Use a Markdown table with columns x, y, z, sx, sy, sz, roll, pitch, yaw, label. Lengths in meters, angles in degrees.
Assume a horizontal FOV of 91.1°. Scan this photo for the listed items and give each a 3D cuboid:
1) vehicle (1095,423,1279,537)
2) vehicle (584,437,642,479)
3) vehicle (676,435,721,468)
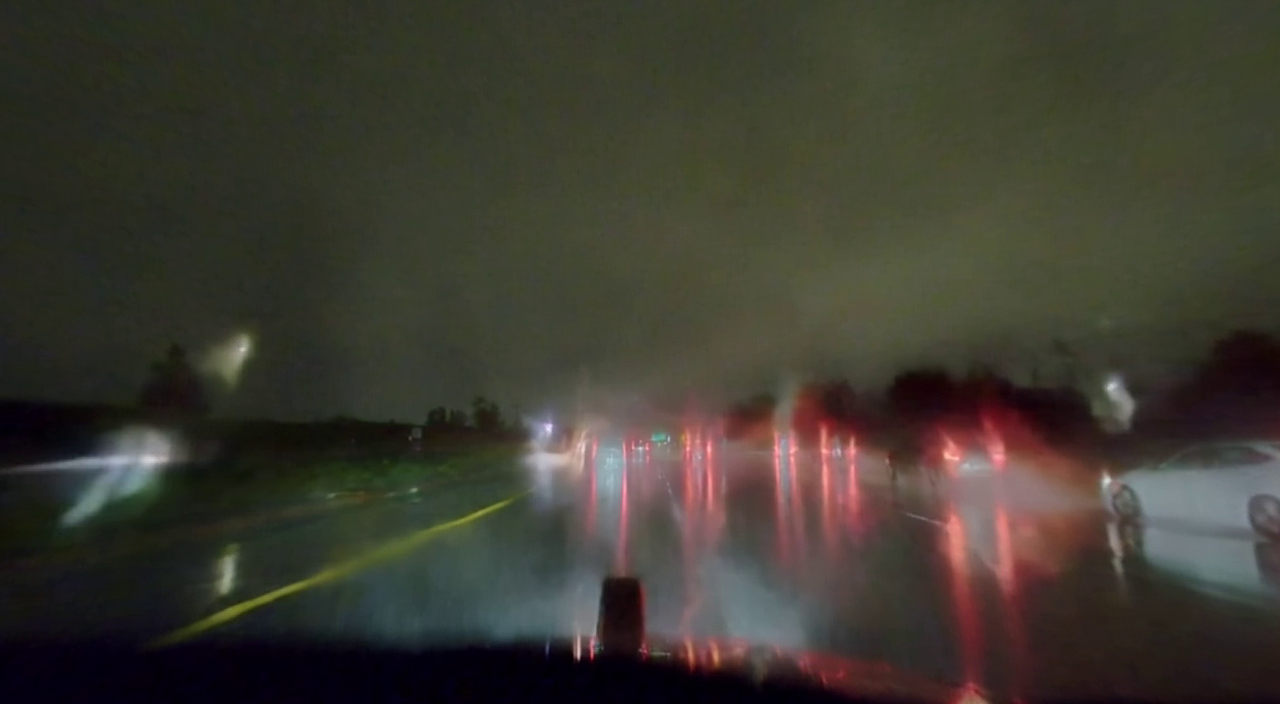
| x | y | z | sx | sy | sz | roll | pitch | yaw | label |
| --- | --- | --- | --- | --- | --- | --- | --- | --- | --- |
| 9.461 | 1.820 | 9.189 | 1.870 | 1.493 | 5.015 | 0 | -8 | 1 | vehicle |
| -0.979 | 4.234 | 25.356 | 2.050 | 1.546 | 4.344 | 0 | -8 | 1 | vehicle |
| 3.130 | 5.464 | 34.561 | 2.063 | 1.698 | 4.355 | 0 | -8 | 0 | vehicle |
